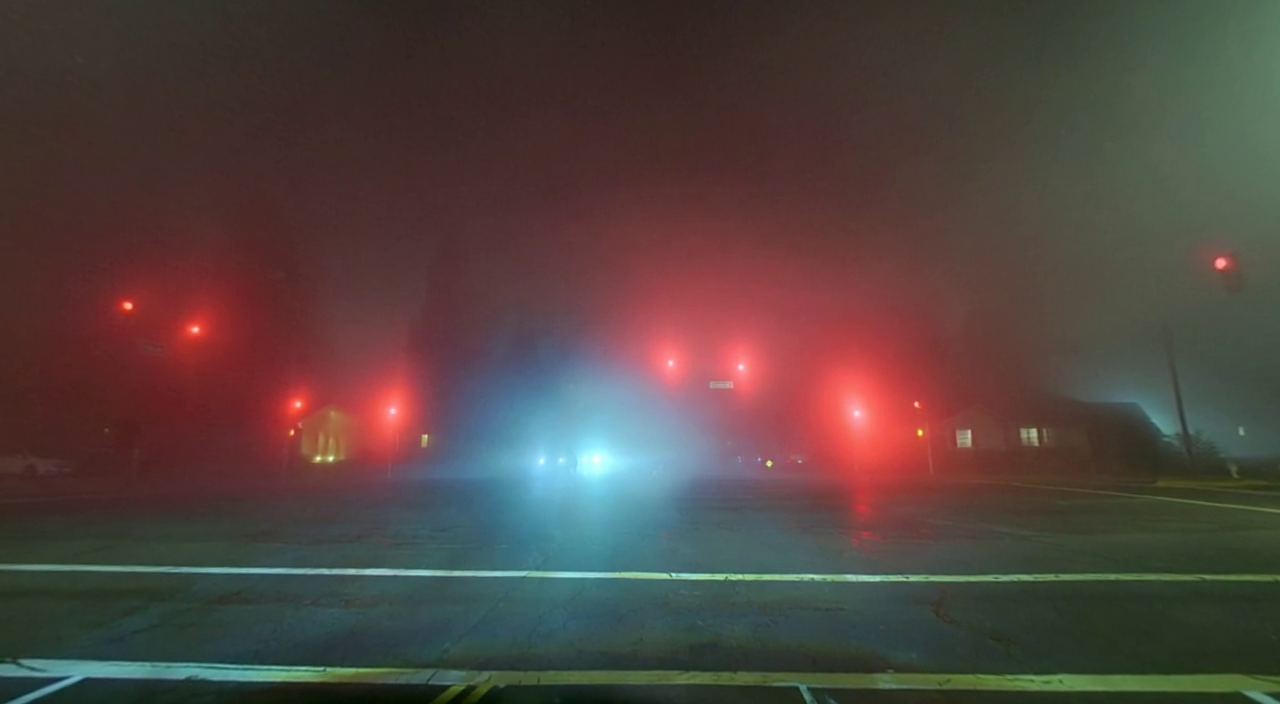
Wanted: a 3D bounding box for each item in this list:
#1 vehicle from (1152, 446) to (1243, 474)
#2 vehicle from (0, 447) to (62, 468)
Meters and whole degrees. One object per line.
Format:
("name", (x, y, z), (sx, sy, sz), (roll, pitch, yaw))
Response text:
("vehicle", (36.767, 7.138, 41.839), (1.853, 1.723, 4.460), (0, -9, 0))
("vehicle", (-44.302, 7.549, 45.307), (3.949, 1.422, 1.744), (0, -9, 1))
